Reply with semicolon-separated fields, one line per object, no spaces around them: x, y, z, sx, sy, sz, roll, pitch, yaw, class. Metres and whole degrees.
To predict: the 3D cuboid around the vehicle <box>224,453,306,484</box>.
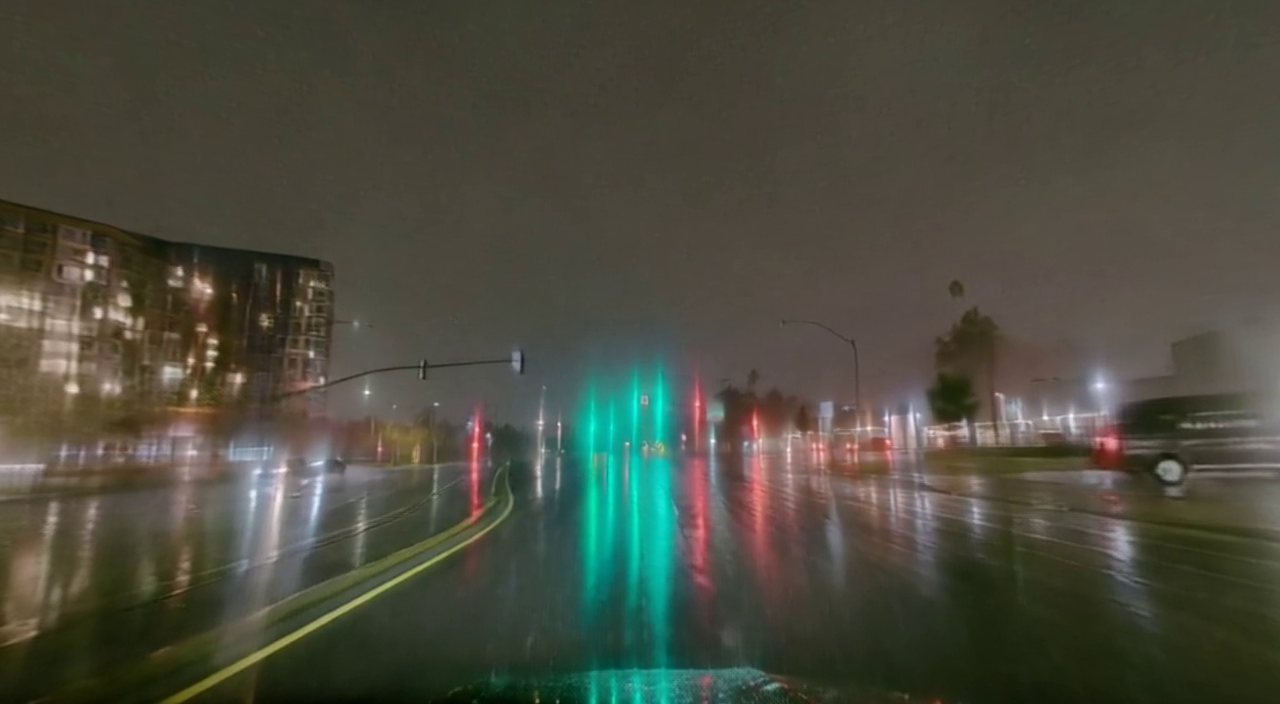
-20.054;6.235;33.966;1.713;1.499;4.040;-1;-9;3;vehicle

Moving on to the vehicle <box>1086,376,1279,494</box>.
18.041;2.523;19.153;6.639;3.312;2.759;-1;-9;3;vehicle

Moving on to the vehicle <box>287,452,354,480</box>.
-19.907;7.089;39.607;1.911;1.458;4.547;-1;-7;-1;vehicle
